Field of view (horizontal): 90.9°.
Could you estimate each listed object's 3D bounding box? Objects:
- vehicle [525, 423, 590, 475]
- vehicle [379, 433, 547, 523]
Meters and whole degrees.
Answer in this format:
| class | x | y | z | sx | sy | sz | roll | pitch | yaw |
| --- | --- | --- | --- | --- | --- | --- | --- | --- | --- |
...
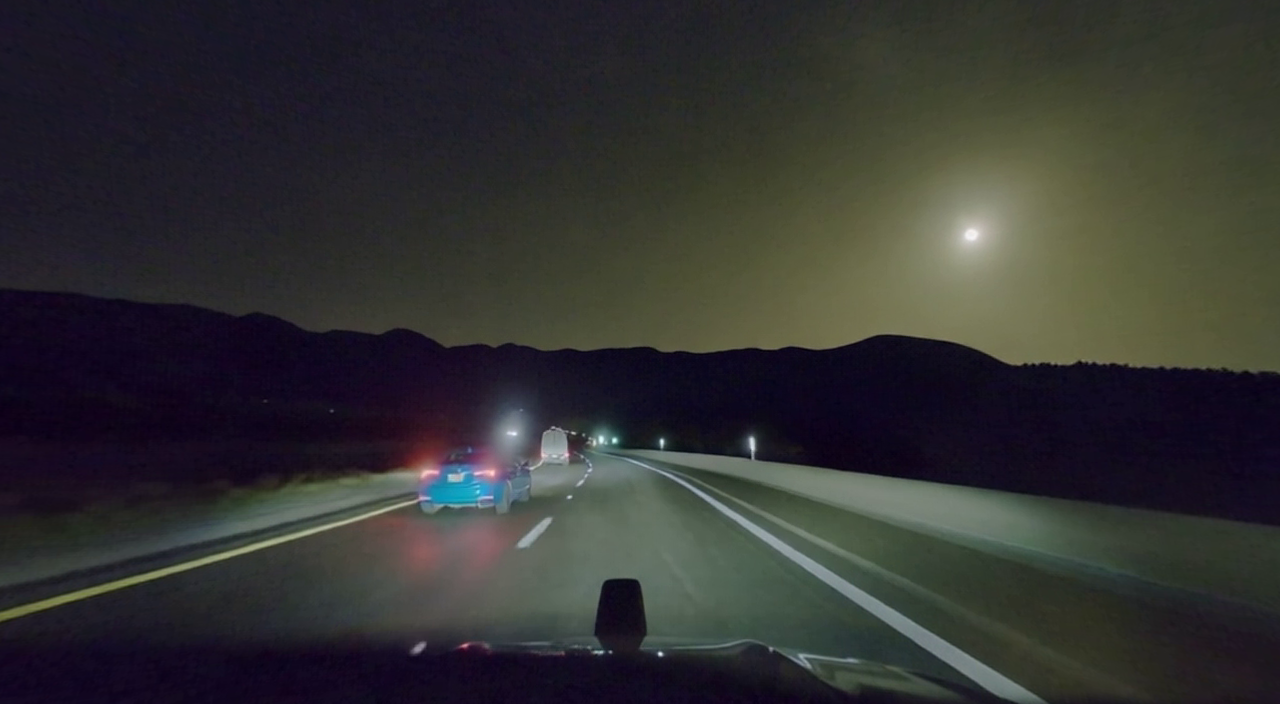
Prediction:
| class | x | y | z | sx | sy | sz | roll | pitch | yaw |
| --- | --- | --- | --- | --- | --- | --- | --- | --- | --- |
| vehicle | -3.790 | 4.594 | 30.039 | 2.444 | 2.204 | 5.568 | 1 | -8 | -1 |
| vehicle | -3.409 | 2.527 | 13.241 | 2.097 | 1.511 | 4.585 | 0 | -8 | 1 |
